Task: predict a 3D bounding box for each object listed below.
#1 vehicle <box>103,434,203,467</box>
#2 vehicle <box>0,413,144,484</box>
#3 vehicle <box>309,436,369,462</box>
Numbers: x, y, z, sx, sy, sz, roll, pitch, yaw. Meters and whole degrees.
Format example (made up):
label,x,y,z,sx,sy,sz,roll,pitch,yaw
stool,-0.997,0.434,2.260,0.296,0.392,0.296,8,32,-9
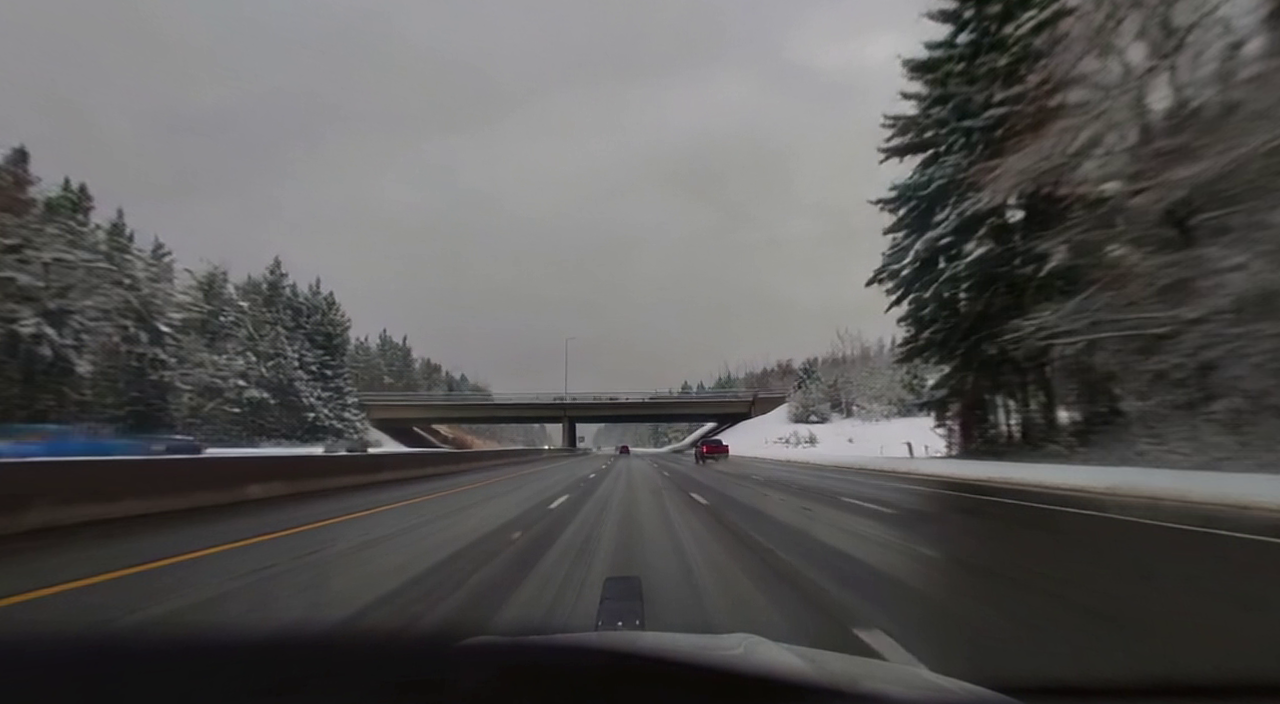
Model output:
label,x,y,z,sx,sy,sz,roll,pitch,yaw
vehicle,-27.495,5.576,35.913,2.001,1.697,4.646,0,-9,-1
vehicle,-15.648,2.499,16.320,1.945,1.614,4.597,0,-9,-1
vehicle,-19.412,6.288,40.994,1.787,1.546,4.284,0,-8,0
